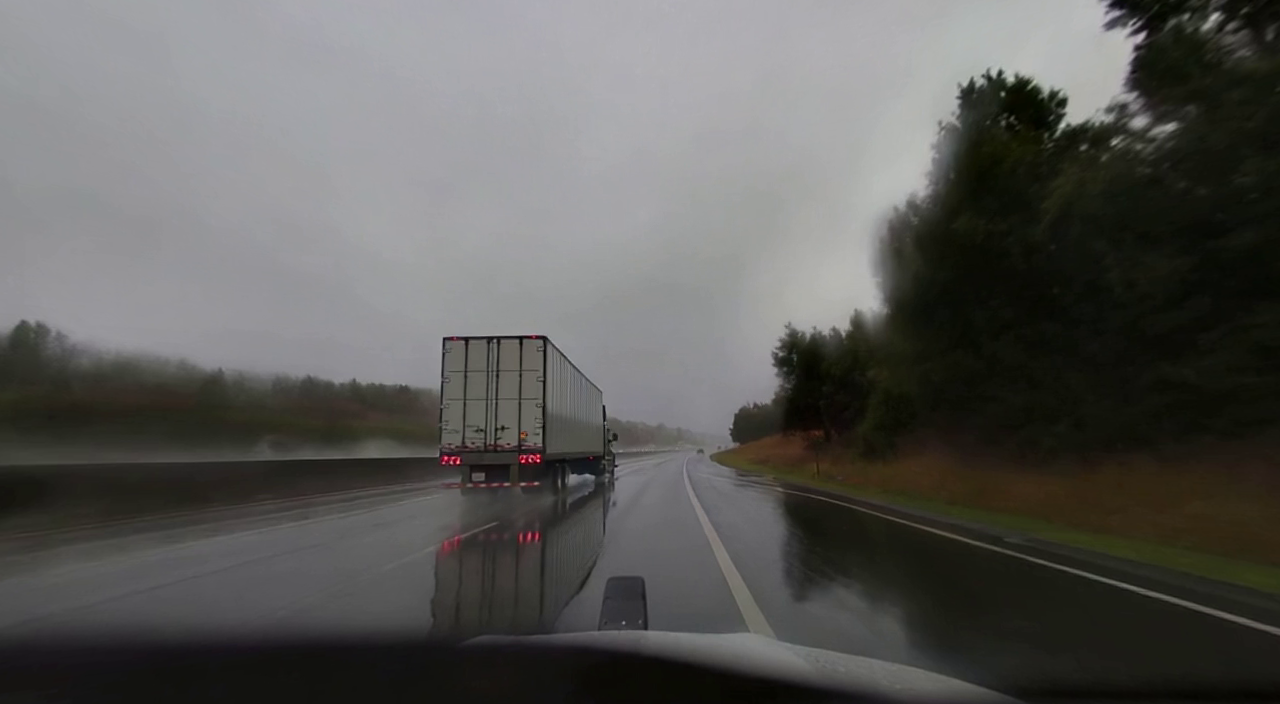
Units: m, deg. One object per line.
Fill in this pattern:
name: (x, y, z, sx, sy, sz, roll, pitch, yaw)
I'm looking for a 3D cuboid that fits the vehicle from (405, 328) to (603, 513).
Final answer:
vehicle: (-3.422, 2.595, 21.207, 2.851, 4.098, 14.436, 0, -9, 2)
